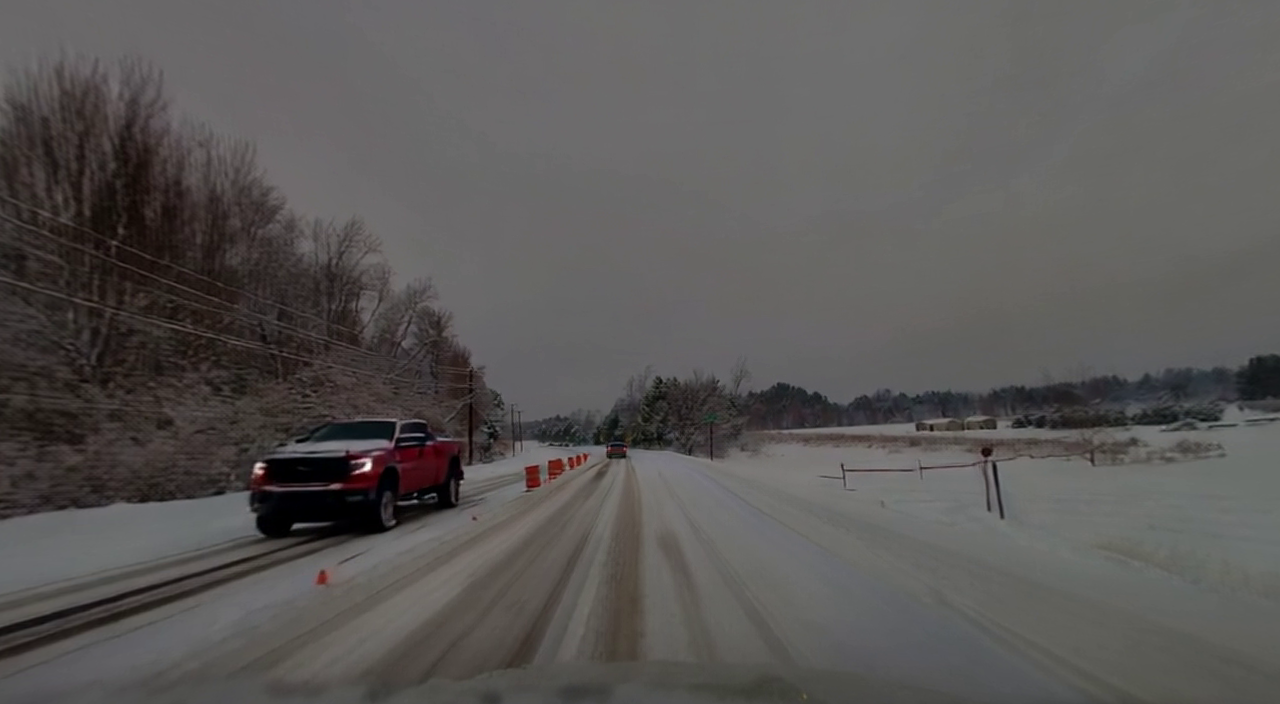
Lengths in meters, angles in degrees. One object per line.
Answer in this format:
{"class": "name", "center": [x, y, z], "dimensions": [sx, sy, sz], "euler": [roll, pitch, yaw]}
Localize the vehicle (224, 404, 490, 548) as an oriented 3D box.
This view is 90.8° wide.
{"class": "vehicle", "center": [-4.522, 2.080, 11.425], "dimensions": [2.128, 1.944, 5.555], "euler": [0, -8, 1]}
